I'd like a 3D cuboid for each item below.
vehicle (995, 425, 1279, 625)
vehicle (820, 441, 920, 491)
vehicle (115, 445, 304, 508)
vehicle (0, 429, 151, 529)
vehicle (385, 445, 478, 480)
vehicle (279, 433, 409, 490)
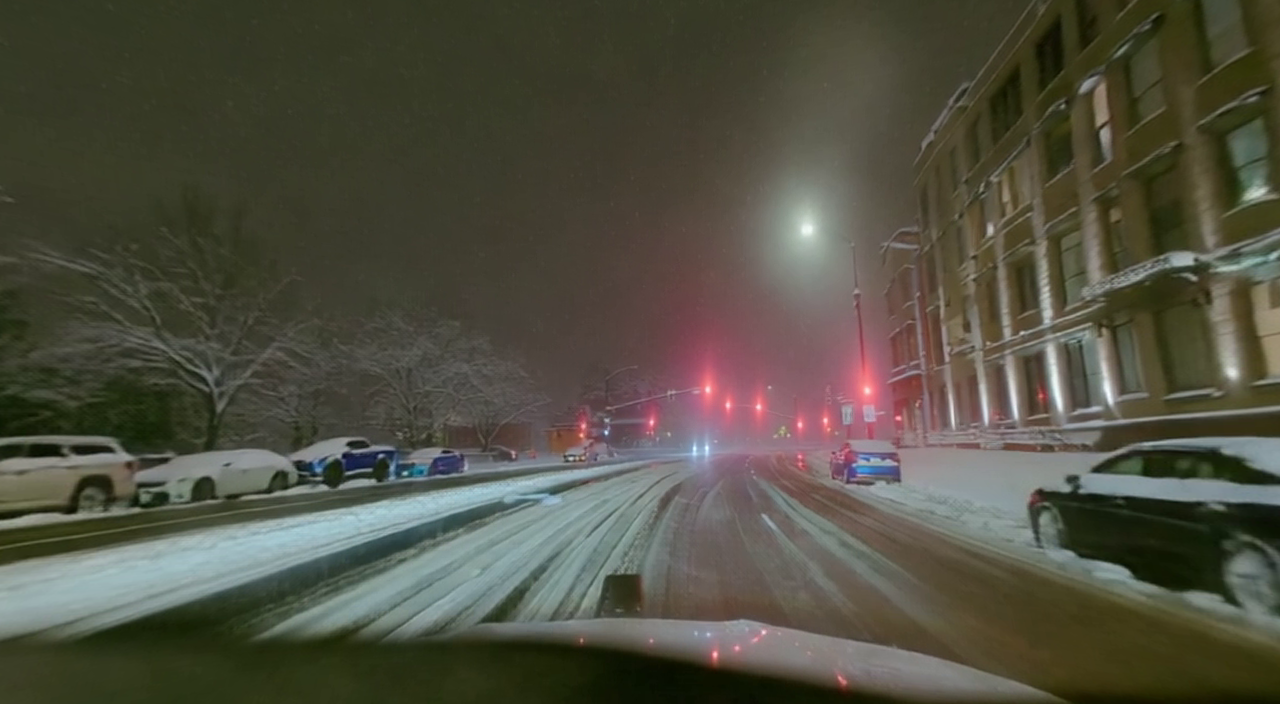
[{"bbox_3d":[5.987,1.558,6.449,2.049,1.517,4.830,0,-8,2],"label":"vehicle"},{"bbox_3d":[7.618,3.796,21.533,2.010,1.473,5.353,-1,-8,7],"label":"vehicle"},{"bbox_3d":[-11.748,3.371,17.707,1.830,1.497,4.436,-1,-8,7],"label":"vehicle"},{"bbox_3d":[-12.291,2.372,11.968,1.933,1.759,5.002,0,-8,1],"label":"vehicle"},{"bbox_3d":[-9.582,5.088,29.481,1.894,1.493,4.902,-2,-8,11],"label":"vehicle"},{"bbox_3d":[-10.801,4.019,23.534,2.083,1.882,4.642,-1,-8,8],"label":"vehicle"}]
